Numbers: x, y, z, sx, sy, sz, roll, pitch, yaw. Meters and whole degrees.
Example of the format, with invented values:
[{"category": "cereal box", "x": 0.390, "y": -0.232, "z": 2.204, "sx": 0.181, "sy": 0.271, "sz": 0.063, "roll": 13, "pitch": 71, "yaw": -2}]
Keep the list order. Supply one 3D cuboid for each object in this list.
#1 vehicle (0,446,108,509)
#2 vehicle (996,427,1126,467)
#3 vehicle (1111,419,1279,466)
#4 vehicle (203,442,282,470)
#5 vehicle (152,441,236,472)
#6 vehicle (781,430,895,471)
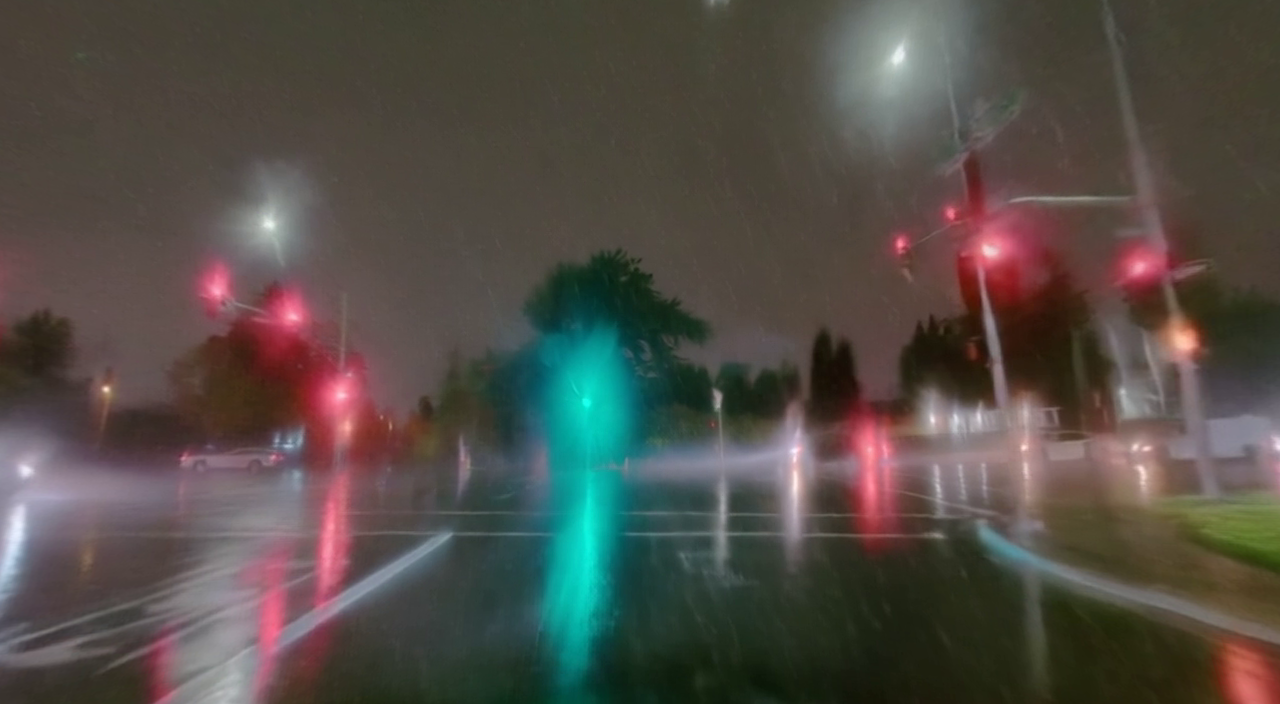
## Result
[{"category": "vehicle", "x": -16.944, "y": 3.174, "z": 16.192, "sx": 4.989, "sy": 1.442, "sz": 1.940, "roll": -1, "pitch": -8, "yaw": 3}, {"category": "vehicle", "x": 18.555, "y": 4.201, "z": 28.023, "sx": 4.326, "sy": 1.672, "sz": 1.903, "roll": -1, "pitch": -8, "yaw": 2}, {"category": "vehicle", "x": 21.184, "y": 3.479, "z": 24.237, "sx": 4.510, "sy": 1.673, "sz": 2.030, "roll": -1, "pitch": -8, "yaw": 2}, {"category": "vehicle", "x": -24.292, "y": 6.342, "z": 38.822, "sx": 1.817, "sy": 1.488, "sz": 4.631, "roll": -1, "pitch": -8, "yaw": 0}, {"category": "vehicle", "x": -27.220, "y": 6.347, "z": 38.705, "sx": 1.967, "sy": 1.779, "sz": 4.159, "roll": -1, "pitch": -8, "yaw": 2}, {"category": "vehicle", "x": 7.647, "y": 3.829, "z": 24.681, "sx": 3.815, "sy": 1.504, "sz": 1.790, "roll": -1, "pitch": -8, "yaw": 2}]
